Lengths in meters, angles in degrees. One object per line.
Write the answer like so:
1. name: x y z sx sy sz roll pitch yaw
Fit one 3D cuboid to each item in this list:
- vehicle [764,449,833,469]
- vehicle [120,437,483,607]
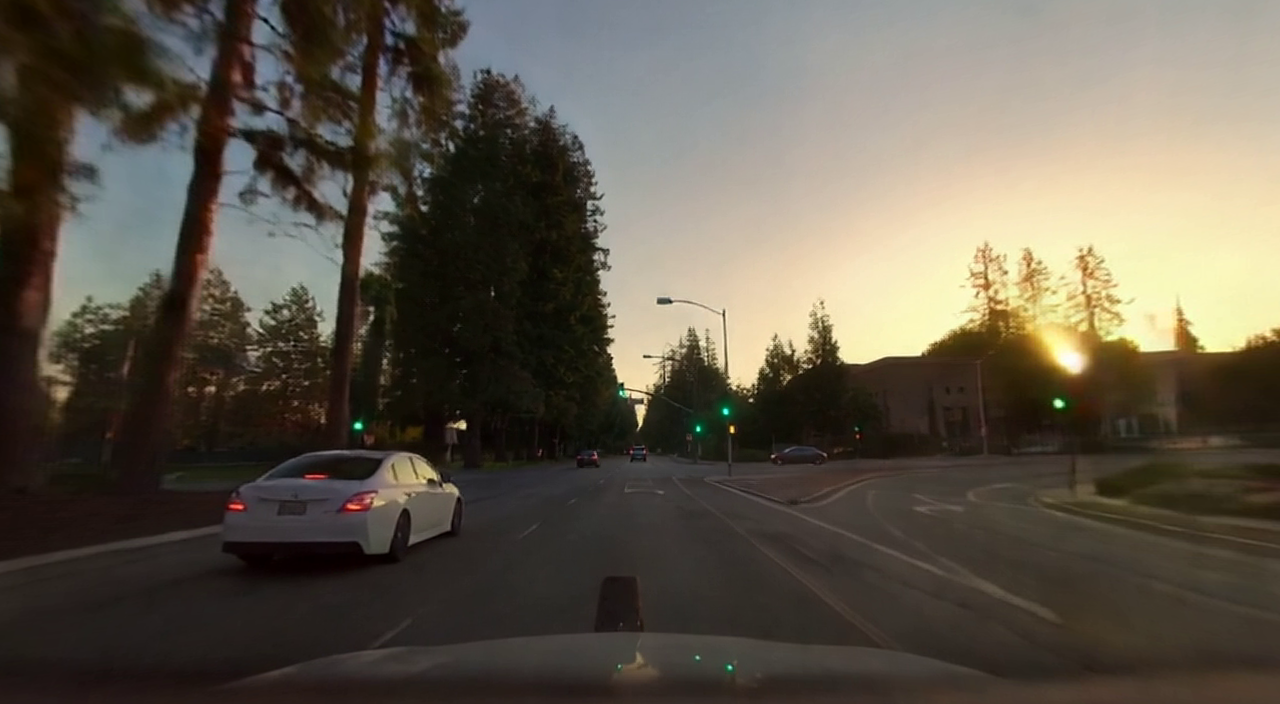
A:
1. vehicle: 11.930 8.075 47.656 4.632 1.473 1.889 1 -9 -3
2. vehicle: -3.540 1.842 7.830 1.968 1.459 4.433 0 -9 1
